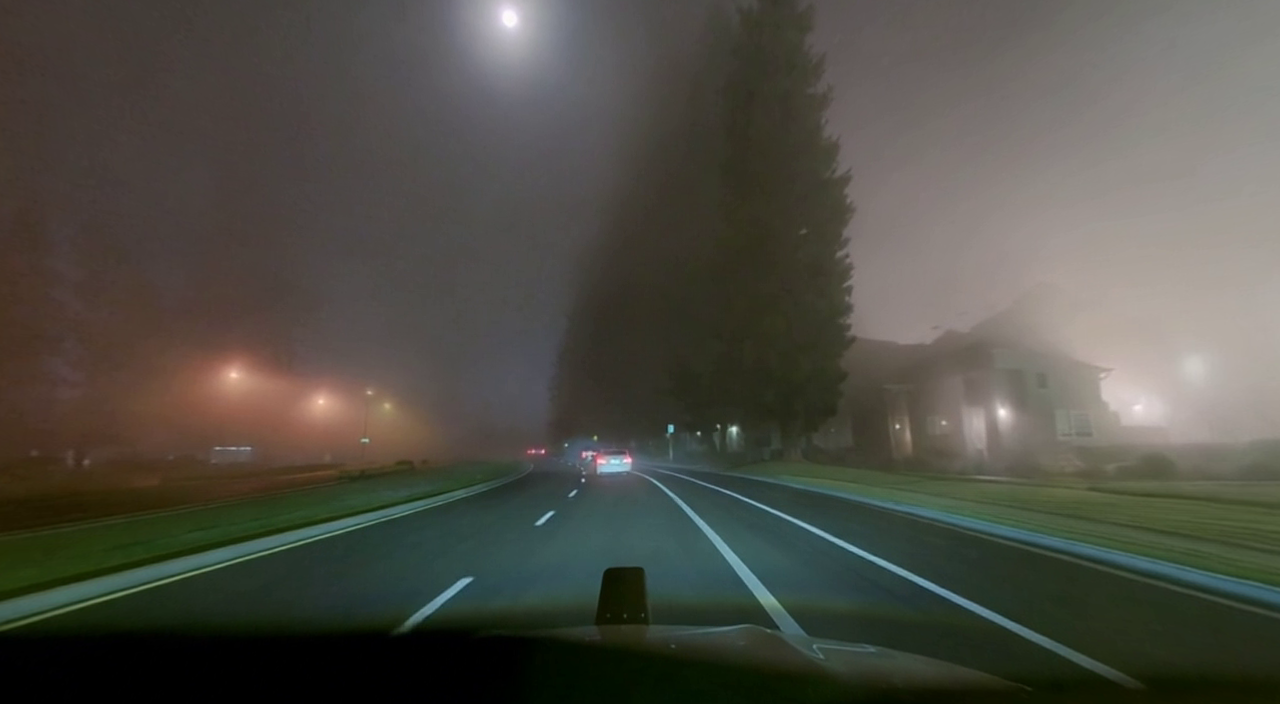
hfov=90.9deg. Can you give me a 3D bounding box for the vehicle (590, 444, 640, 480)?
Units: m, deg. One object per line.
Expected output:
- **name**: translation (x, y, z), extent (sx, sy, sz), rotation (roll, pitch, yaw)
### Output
- **vehicle**: translation (-1.187, 4.846, 28.191), extent (2.009, 1.456, 4.003), rotation (1, -8, -5)
